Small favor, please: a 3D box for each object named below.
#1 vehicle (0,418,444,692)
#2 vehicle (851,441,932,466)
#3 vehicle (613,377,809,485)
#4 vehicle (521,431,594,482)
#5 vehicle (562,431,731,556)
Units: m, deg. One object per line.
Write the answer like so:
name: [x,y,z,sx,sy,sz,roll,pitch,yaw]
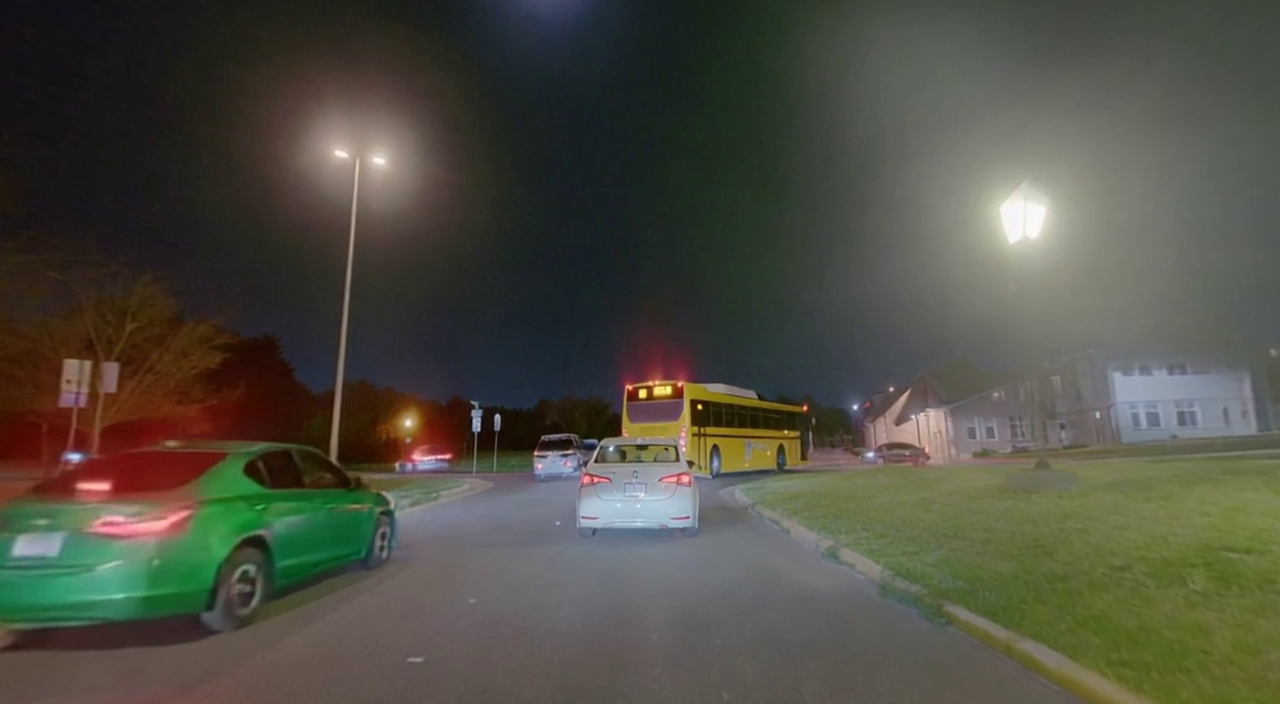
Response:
vehicle: [-3.601,1.458,5.808,1.953,1.480,4.522,-1,-8,3]
vehicle: [15.675,6.332,39.366,4.422,1.457,1.882,-6,-10,29]
vehicle: [3.196,3.117,24.267,2.948,3.303,9.977,-6,-10,35]
vehicle: [-3.044,3.982,24.261,2.017,1.761,4.572,-1,-8,2]
vehicle: [0.098,1.996,9.563,2.020,1.478,3.922,0,-8,1]
